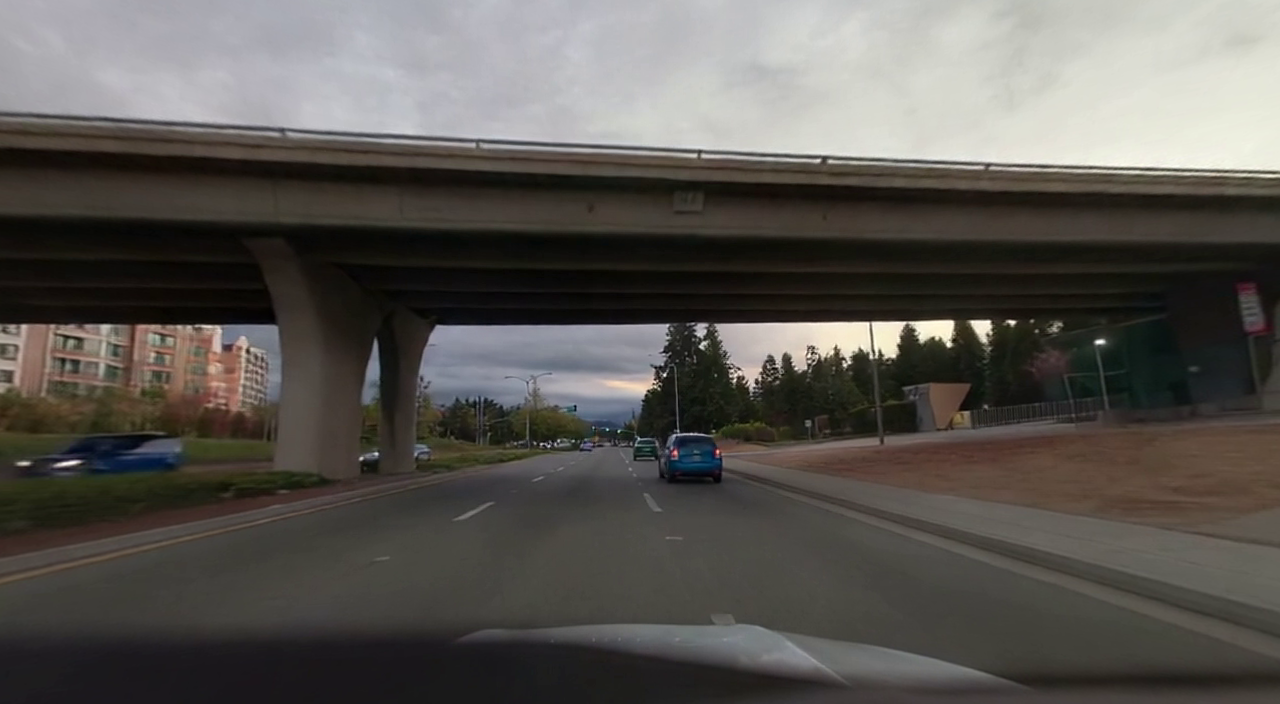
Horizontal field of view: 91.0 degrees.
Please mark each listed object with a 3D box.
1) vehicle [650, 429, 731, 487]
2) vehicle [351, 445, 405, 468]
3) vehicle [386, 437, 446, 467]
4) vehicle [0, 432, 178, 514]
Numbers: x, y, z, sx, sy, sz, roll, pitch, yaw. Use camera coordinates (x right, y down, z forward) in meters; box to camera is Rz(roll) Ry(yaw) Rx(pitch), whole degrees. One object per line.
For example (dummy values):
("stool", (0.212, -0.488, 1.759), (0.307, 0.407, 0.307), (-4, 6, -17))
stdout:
("vehicle", (1.561, 3.521, 21.191), (2.110, 1.712, 4.489), (0, -9, -3))
("vehicle", (-18.707, 7.486, 45.250), (1.980, 1.517, 4.690), (0, -9, -2))
("vehicle", (-14.783, 6.638, 41.934), (2.093, 1.806, 5.466), (0, -9, -2))
("vehicle", (-13.968, 2.861, 15.373), (2.052, 1.690, 4.458), (0, -9, -2))
